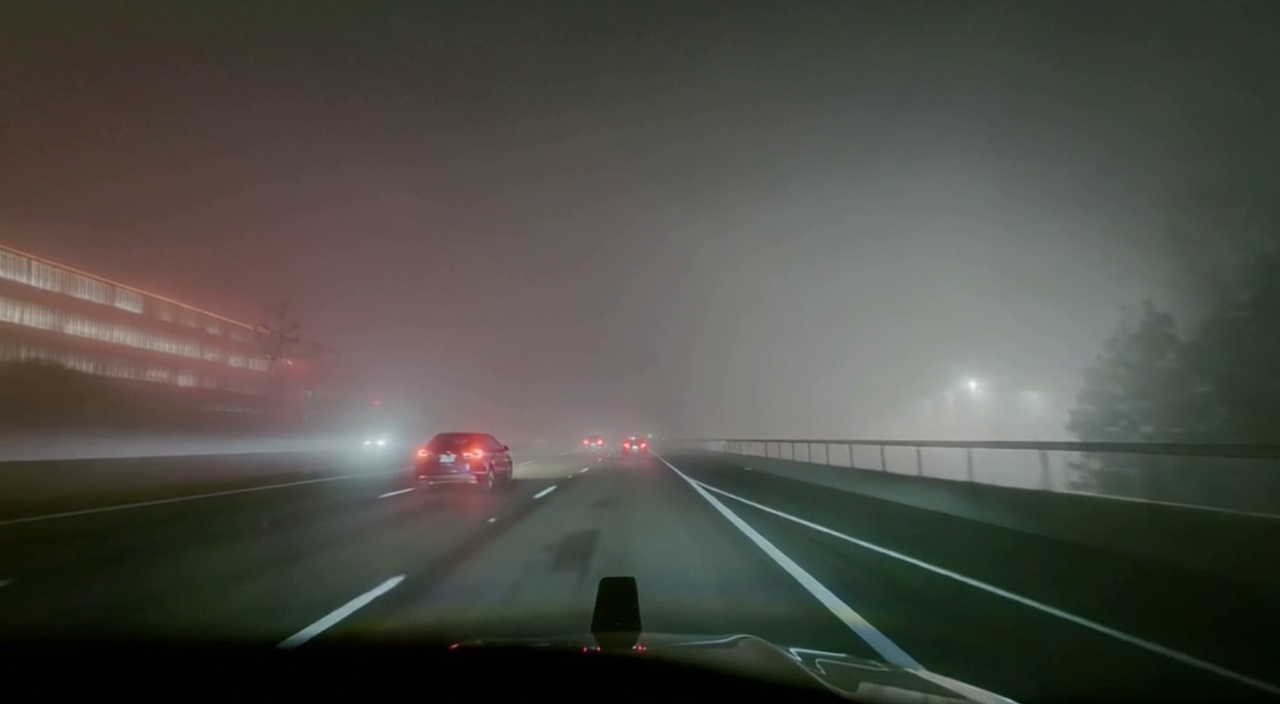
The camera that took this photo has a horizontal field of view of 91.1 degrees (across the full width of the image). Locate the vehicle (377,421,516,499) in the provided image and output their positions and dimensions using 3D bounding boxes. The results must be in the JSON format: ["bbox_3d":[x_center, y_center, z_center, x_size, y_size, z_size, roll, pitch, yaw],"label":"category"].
[{"bbox_3d":[-4.504,2.582,15.476,2.036,1.612,4.510,0,-8,-1],"label":"vehicle"}]

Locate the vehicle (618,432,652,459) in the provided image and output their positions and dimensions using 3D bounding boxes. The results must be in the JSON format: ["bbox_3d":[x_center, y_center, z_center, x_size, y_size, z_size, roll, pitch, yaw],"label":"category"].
[{"bbox_3d":[-0.343,6.002,40.607,2.036,1.637,4.009,0,-8,-1],"label":"vehicle"}]
